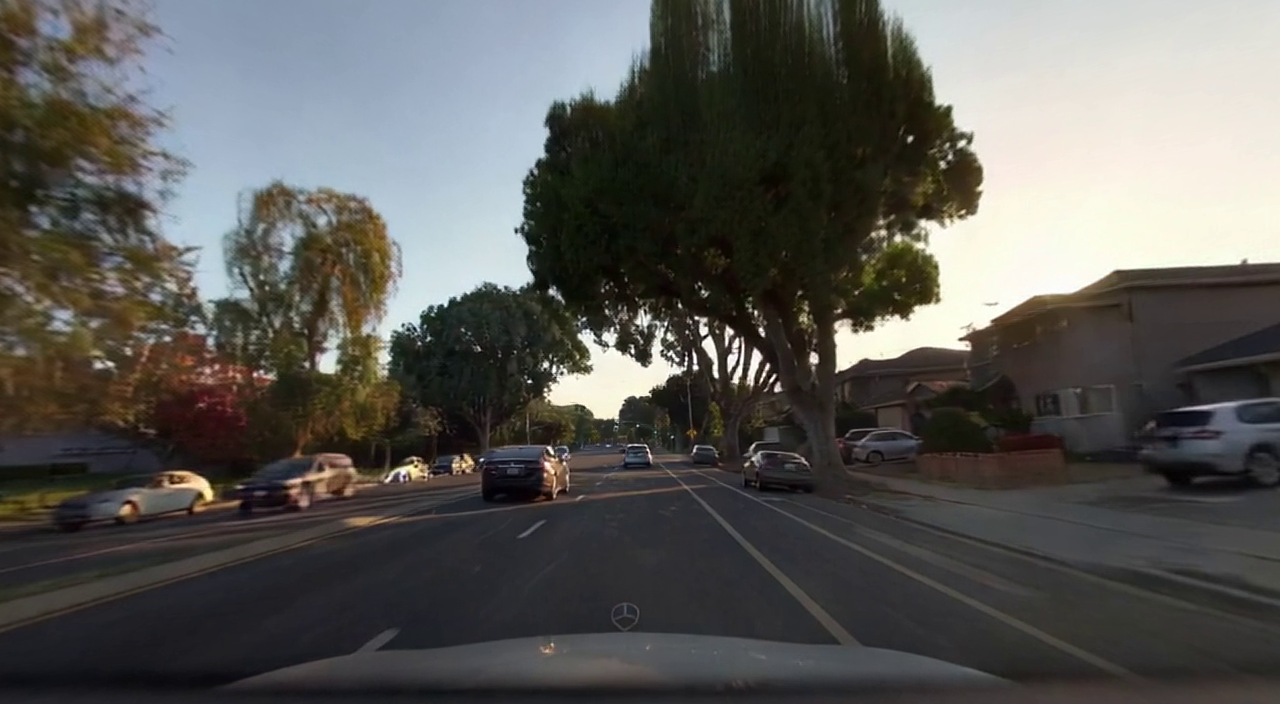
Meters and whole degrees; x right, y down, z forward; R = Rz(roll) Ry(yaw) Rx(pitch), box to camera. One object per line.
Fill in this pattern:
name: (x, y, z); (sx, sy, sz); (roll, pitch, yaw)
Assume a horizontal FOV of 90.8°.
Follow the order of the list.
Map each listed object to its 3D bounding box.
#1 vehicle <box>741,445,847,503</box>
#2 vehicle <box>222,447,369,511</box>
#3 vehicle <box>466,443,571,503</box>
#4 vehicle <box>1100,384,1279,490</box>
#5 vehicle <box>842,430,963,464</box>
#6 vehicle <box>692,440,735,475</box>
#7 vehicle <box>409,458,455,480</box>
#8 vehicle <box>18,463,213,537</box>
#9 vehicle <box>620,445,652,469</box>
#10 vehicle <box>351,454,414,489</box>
vehicle: (4.321, 3.481, 18.527); (1.944, 1.470, 4.530); (0, -9, 0)
vehicle: (-10.279, 3.784, 19.345); (1.937, 1.701, 4.438); (0, -9, 1)
vehicle: (-3.292, 3.362, 18.092); (2.027, 1.477, 4.413); (0, -9, 1)
vehicle: (11.429, 1.553, 11.541); (4.540, 1.742, 1.885); (0, -9, -2)
vehicle: (11.662, 4.263, 28.302); (4.537, 1.465, 1.923); (0, -9, 3)
vehicle: (4.110, 5.950, 35.857); (1.943, 1.788, 4.462); (0, -9, 1)
vehicle: (-14.741, 8.288, 44.939); (1.626, 1.439, 3.682); (-1, -8, 7)
vehicle: (-14.731, 4.128, 18.201); (1.998, 1.498, 4.668); (-5, -8, -5)
vehicle: (-0.285, 7.194, 43.454); (2.088, 1.495, 4.048); (0, -8, 0)
vehicle: (-14.706, 6.830, 36.268); (1.945, 1.613, 3.983); (-6, -8, -1)
